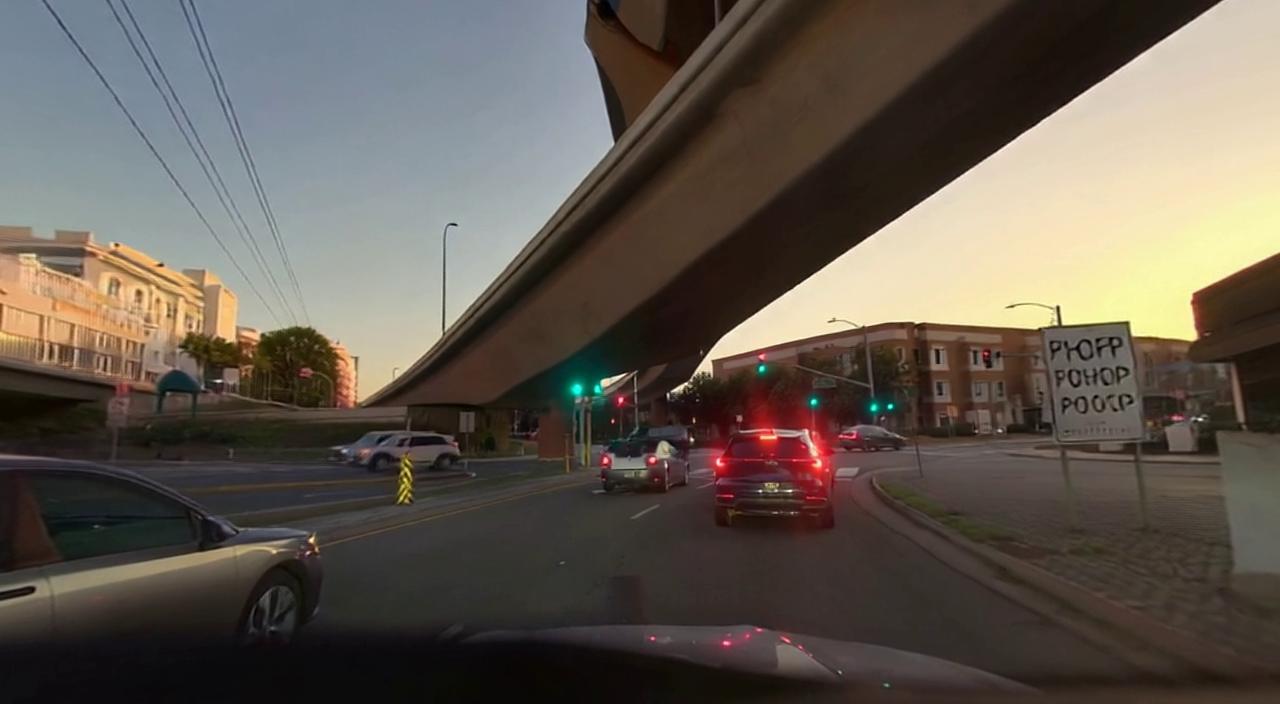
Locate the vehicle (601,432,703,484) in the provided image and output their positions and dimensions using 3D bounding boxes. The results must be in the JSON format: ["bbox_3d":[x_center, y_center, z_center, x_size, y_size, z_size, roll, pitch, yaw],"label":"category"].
[{"bbox_3d":[0.549,3.491,21.096,2.214,1.519,4.704,-3,-9,17],"label":"vehicle"}]

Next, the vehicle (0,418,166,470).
[{"bbox_3d":[-43.653,7.012,48.126,2.989,3.604,11.471,-5,-9,27],"label":"vehicle"}]

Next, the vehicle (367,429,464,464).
[{"bbox_3d":[-12.766,5.424,36.157,4.827,1.885,2.008,1,-9,-7],"label":"vehicle"}]

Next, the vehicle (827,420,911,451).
[{"bbox_3d":[13.209,4.819,36.269,4.755,1.623,2.290,6,-11,-38],"label":"vehicle"}]

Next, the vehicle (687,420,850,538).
[{"bbox_3d":[2.183,2.067,10.931,2.195,1.571,4.353,-2,-9,11],"label":"vehicle"}]
